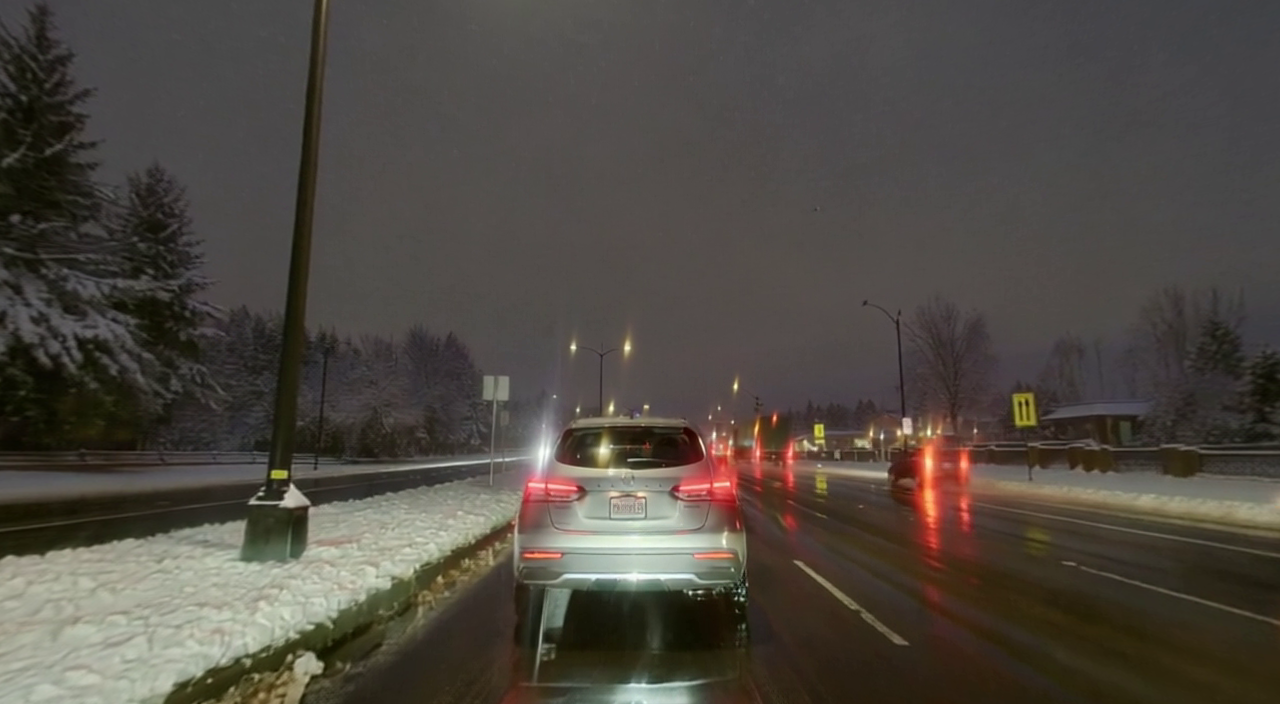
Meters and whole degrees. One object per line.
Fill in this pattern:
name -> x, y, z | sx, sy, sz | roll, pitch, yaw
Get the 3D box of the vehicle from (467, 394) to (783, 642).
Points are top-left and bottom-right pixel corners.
vehicle -> -0.146, 1.448, 6.443 | 2.172, 1.694, 4.055 | 0, -8, -1

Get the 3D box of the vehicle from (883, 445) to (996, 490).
vehicle -> 11.110, 4.293, 23.717 | 1.998, 1.527, 4.489 | 0, -9, 0
